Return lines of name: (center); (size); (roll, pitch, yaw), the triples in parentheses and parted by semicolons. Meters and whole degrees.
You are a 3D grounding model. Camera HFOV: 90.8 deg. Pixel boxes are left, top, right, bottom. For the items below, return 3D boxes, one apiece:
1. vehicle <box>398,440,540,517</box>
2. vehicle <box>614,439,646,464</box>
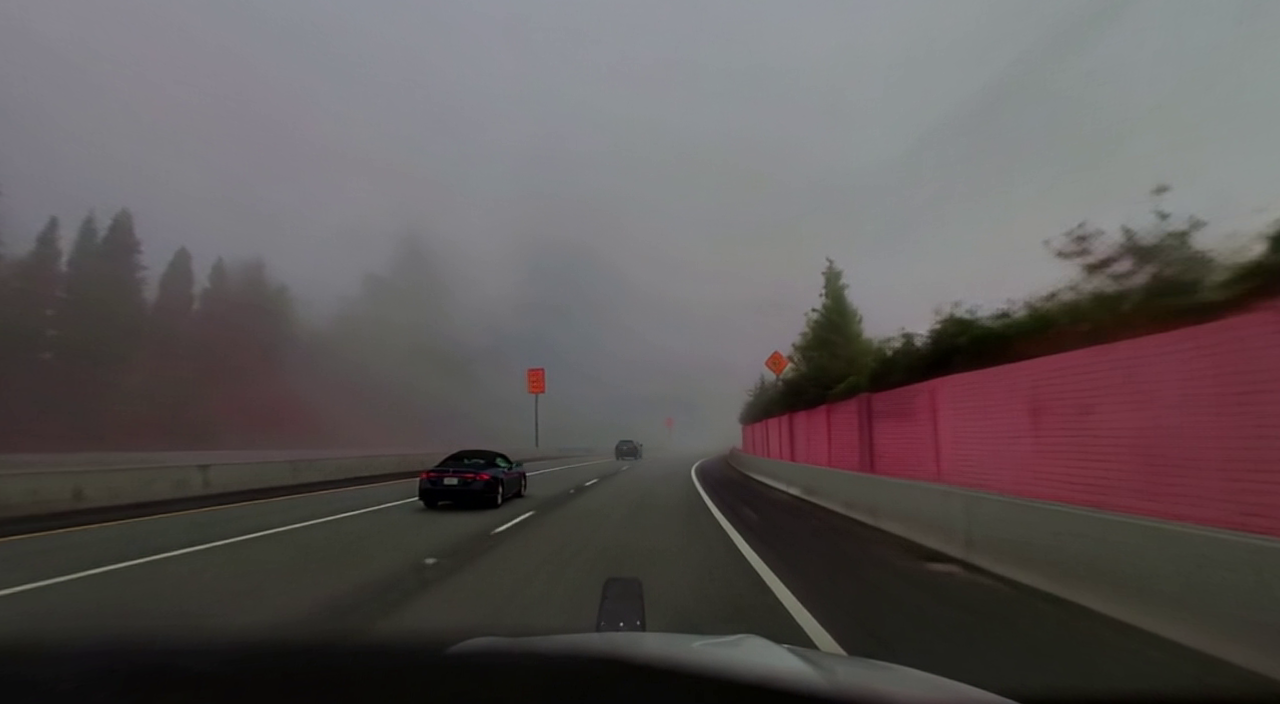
vehicle: (-3.536, 2.702, 13.984); (1.746, 1.405, 4.339); (-1, -9, 3)
vehicle: (-0.681, 7.176, 45.462); (1.833, 1.697, 3.984); (-1, -9, 7)
